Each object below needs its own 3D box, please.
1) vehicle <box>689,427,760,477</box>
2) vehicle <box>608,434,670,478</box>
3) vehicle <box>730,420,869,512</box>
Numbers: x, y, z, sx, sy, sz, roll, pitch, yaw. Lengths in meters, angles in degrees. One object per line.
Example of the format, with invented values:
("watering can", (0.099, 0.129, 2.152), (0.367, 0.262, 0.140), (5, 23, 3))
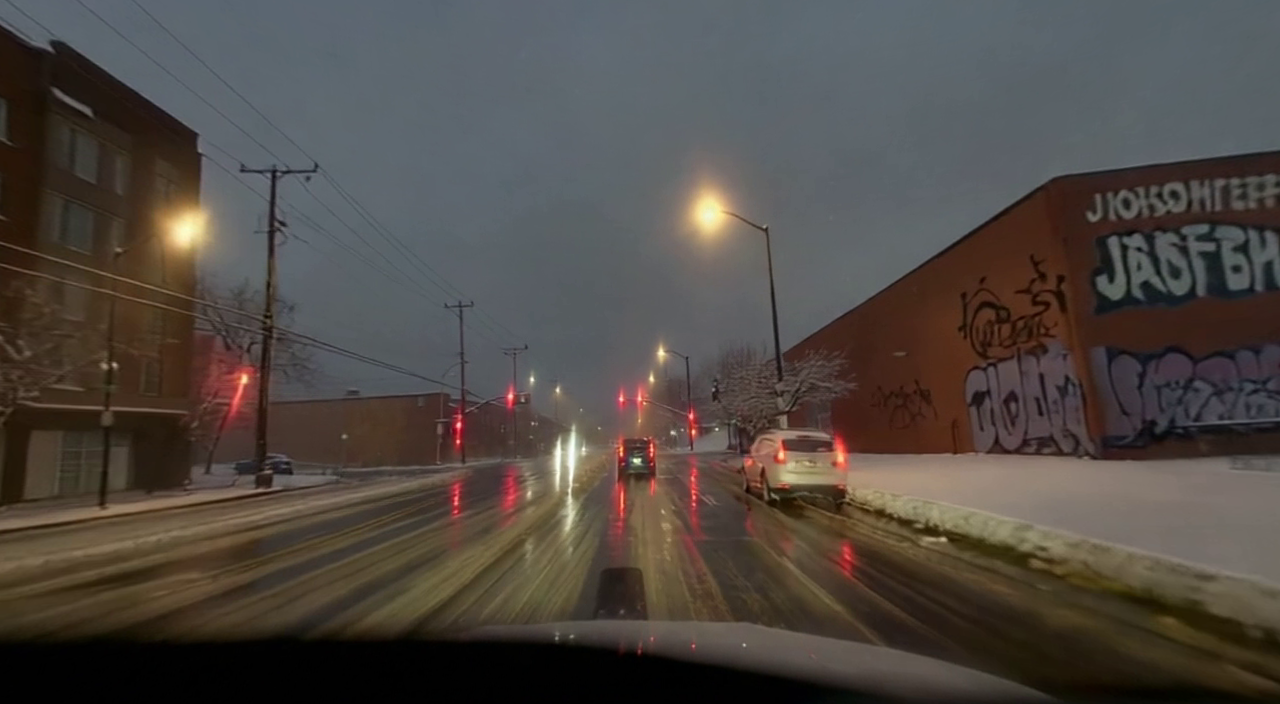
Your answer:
("vehicle", (3.191, 3.903, 24.687), (2.060, 1.783, 4.579), (0, -8, -1))
("vehicle", (-0.029, 3.931, 23.998), (2.153, 1.505, 4.452), (0, -8, 0))
("vehicle", (3.337, 2.477, 14.135), (1.938, 1.714, 4.402), (0, -8, -1))
